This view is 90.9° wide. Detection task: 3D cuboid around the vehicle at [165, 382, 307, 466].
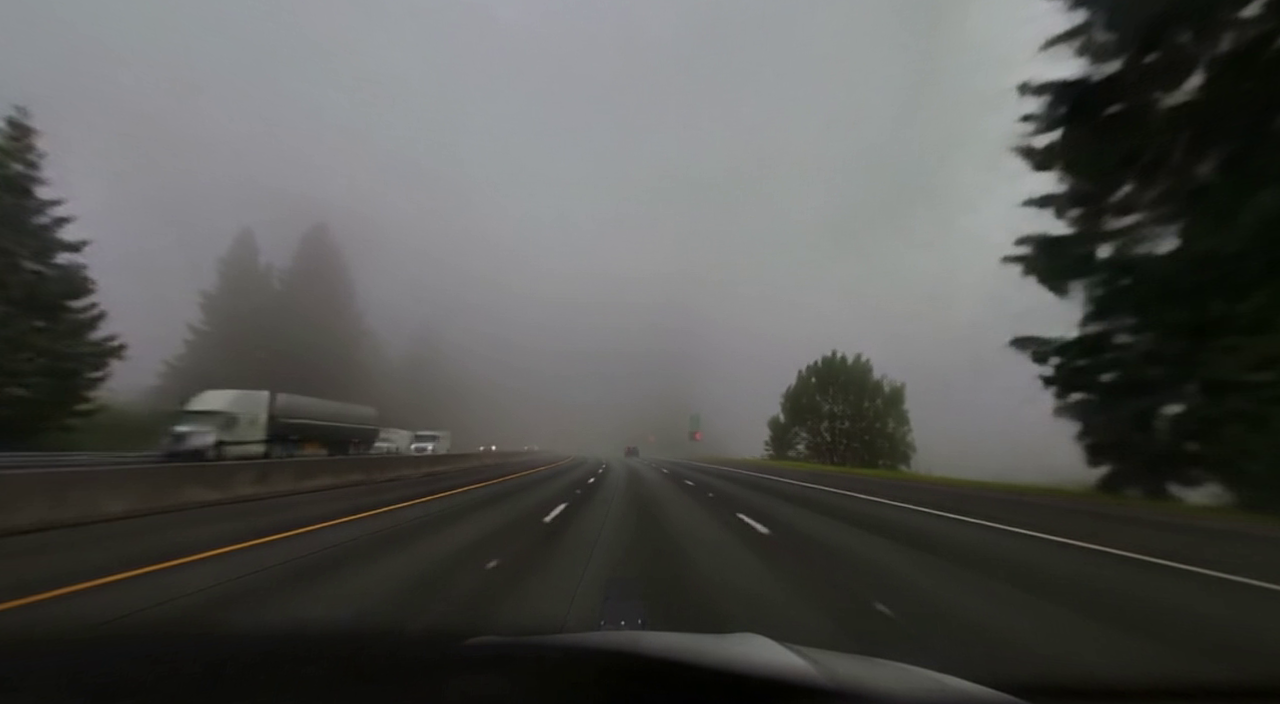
[{"bbox_3d":[-20.758,3.874,32.994,3.001,3.943,6.753,0,-9,-3],"label":"vehicle"}]
